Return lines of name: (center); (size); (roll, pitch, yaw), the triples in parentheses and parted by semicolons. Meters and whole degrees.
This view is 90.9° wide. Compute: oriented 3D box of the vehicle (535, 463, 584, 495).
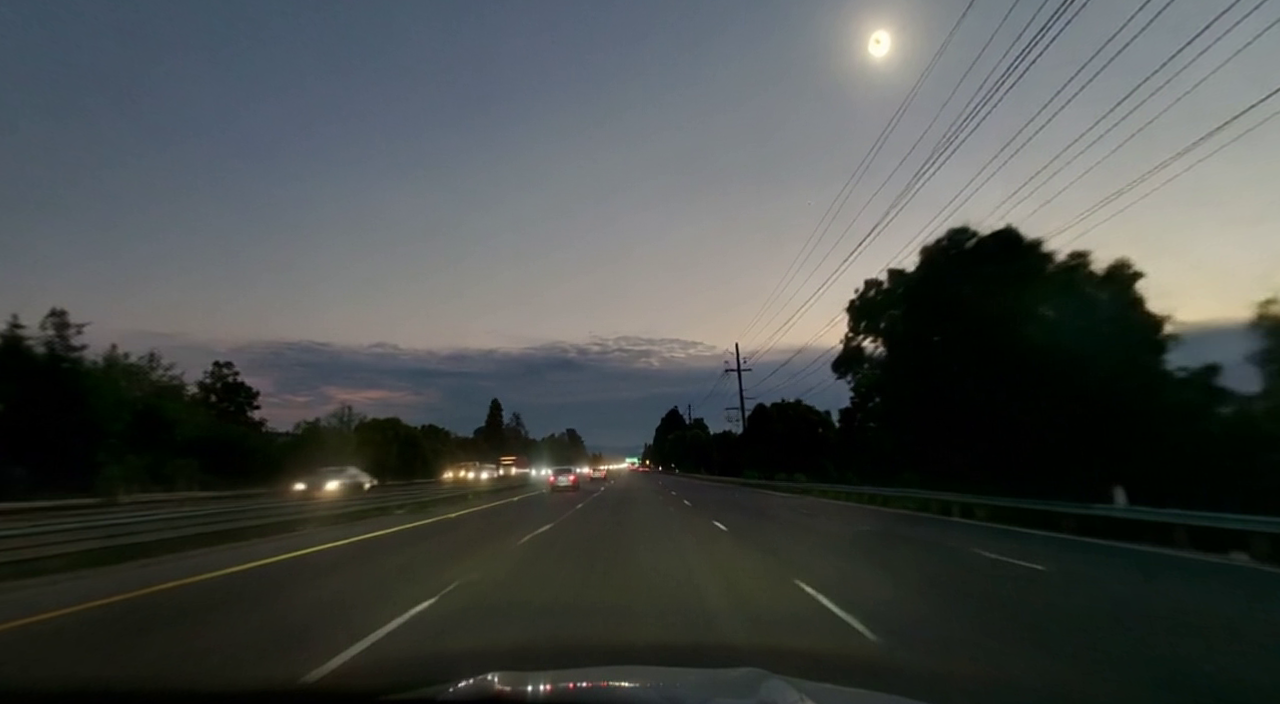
vehicle: (-4.128, 6.635, 33.031); (1.963, 1.501, 4.227); (1, -11, 1)

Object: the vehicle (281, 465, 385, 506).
vehicle: (-12.399, 5.402, 25.810); (1.968, 1.472, 4.444); (1, -11, 0)
